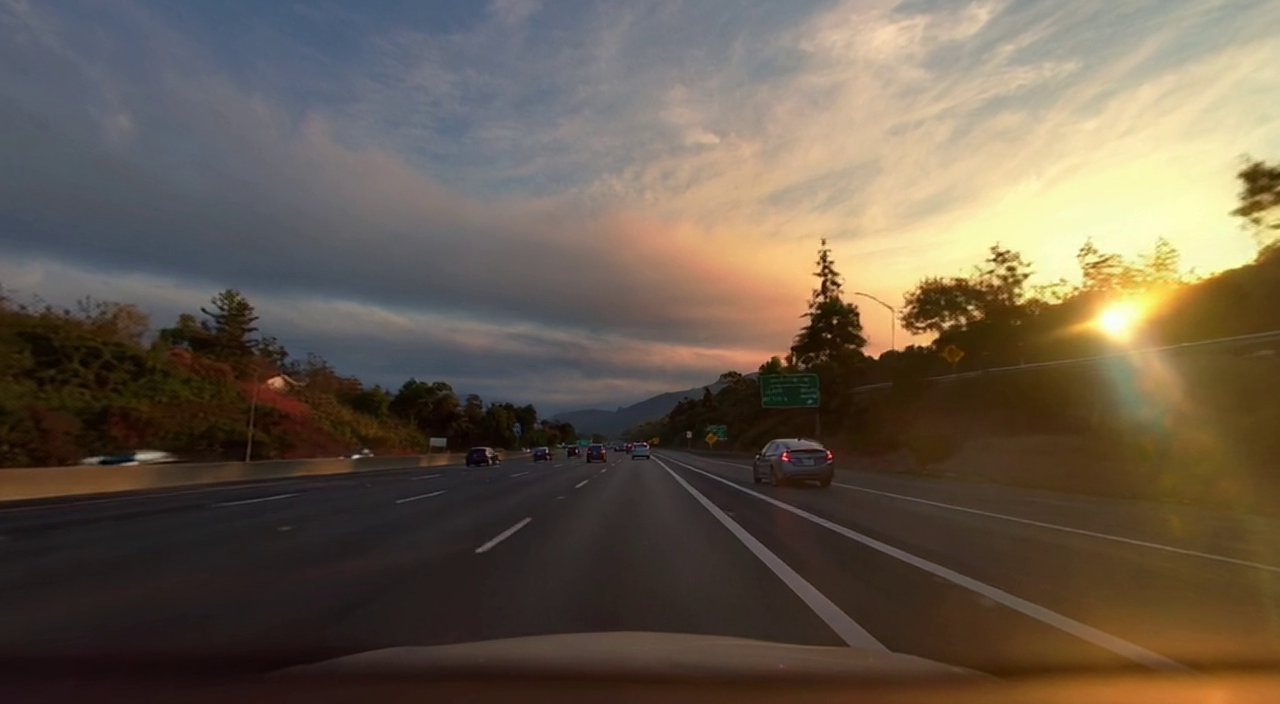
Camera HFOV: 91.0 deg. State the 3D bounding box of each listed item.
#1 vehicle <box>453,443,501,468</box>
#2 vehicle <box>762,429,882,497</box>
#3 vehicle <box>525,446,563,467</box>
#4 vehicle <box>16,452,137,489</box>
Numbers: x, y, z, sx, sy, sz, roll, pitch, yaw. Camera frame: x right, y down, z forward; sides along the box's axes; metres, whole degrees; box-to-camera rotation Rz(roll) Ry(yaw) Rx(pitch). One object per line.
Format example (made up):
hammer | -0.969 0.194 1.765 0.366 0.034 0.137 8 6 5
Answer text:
vehicle | -11.320 7.264 44.171 2.107 1.628 4.446 0 -9 1
vehicle | 5.454 3.405 19.676 2.259 1.816 4.862 0 -9 -1
vehicle | -7.203 7.908 47.907 2.071 1.486 4.703 0 -9 1
vehicle | -24.807 5.217 27.933 1.779 1.480 3.783 0 -9 1
